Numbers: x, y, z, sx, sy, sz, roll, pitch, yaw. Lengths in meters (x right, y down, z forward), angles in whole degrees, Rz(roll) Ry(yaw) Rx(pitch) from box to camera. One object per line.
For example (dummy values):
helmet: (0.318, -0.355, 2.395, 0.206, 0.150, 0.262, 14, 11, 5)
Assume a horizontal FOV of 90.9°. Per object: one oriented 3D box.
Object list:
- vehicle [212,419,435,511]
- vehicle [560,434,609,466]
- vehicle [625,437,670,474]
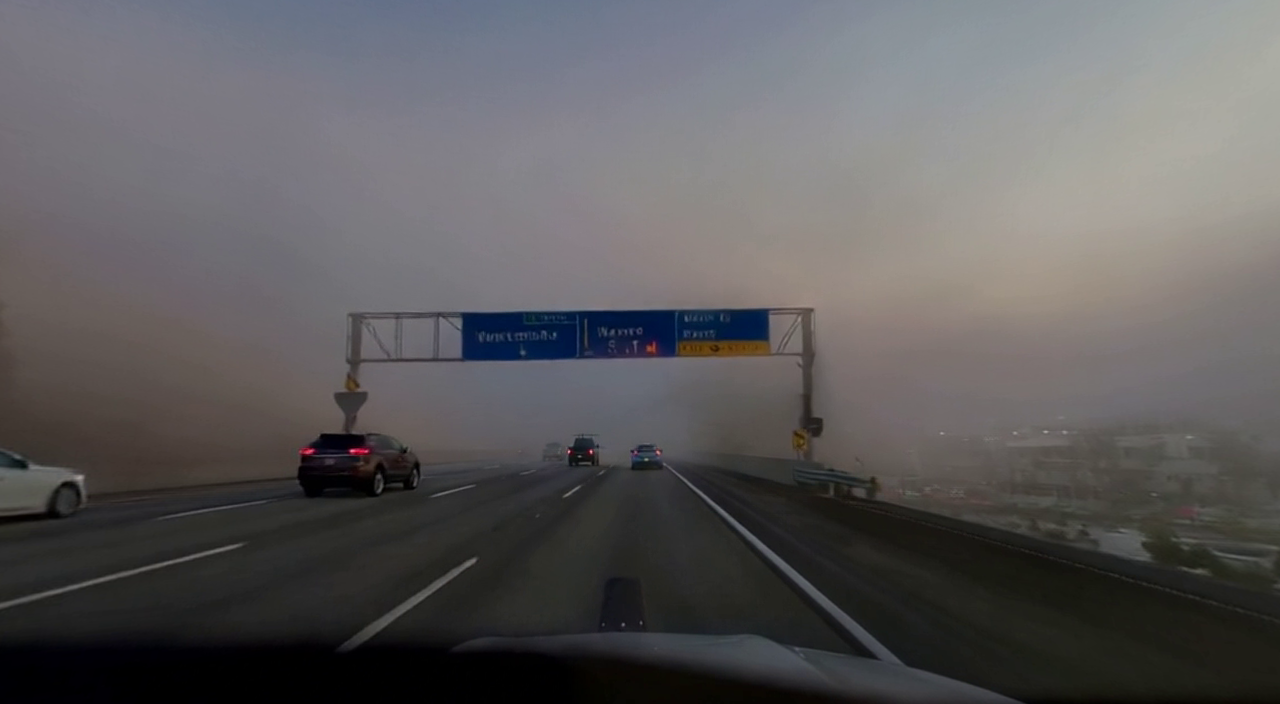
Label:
vehicle: (-7.594, 2.791, 16.207, 2.521, 1.901, 5.988, 0, -8, 1)
vehicle: (-3.687, 6.704, 43.410, 2.751, 2.050, 5.761, 0, -8, 1)
vehicle: (0.329, 5.216, 31.999, 2.135, 1.697, 4.757, 0, -8, 0)
